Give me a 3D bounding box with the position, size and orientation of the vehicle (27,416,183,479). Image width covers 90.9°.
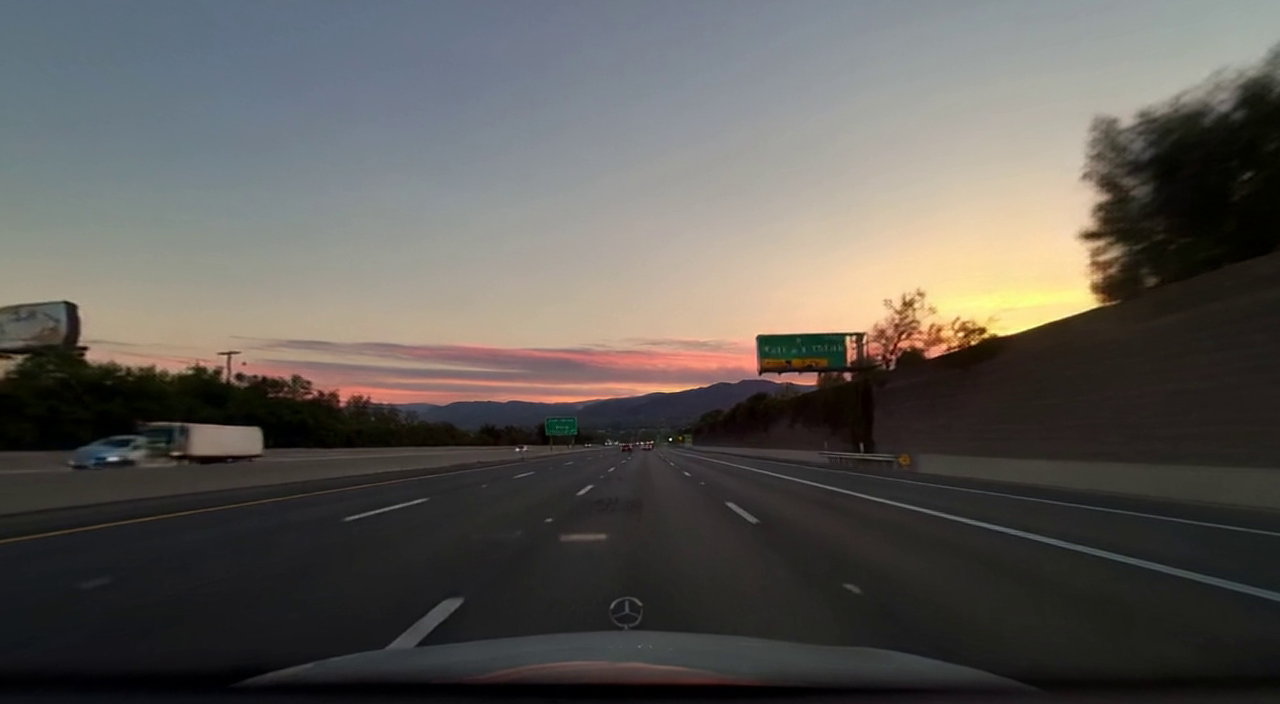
[{"bbox_3d":[-35.661,6.422,42.674,3.032,3.792,8.384,0,-8,0],"label":"vehicle"}]
